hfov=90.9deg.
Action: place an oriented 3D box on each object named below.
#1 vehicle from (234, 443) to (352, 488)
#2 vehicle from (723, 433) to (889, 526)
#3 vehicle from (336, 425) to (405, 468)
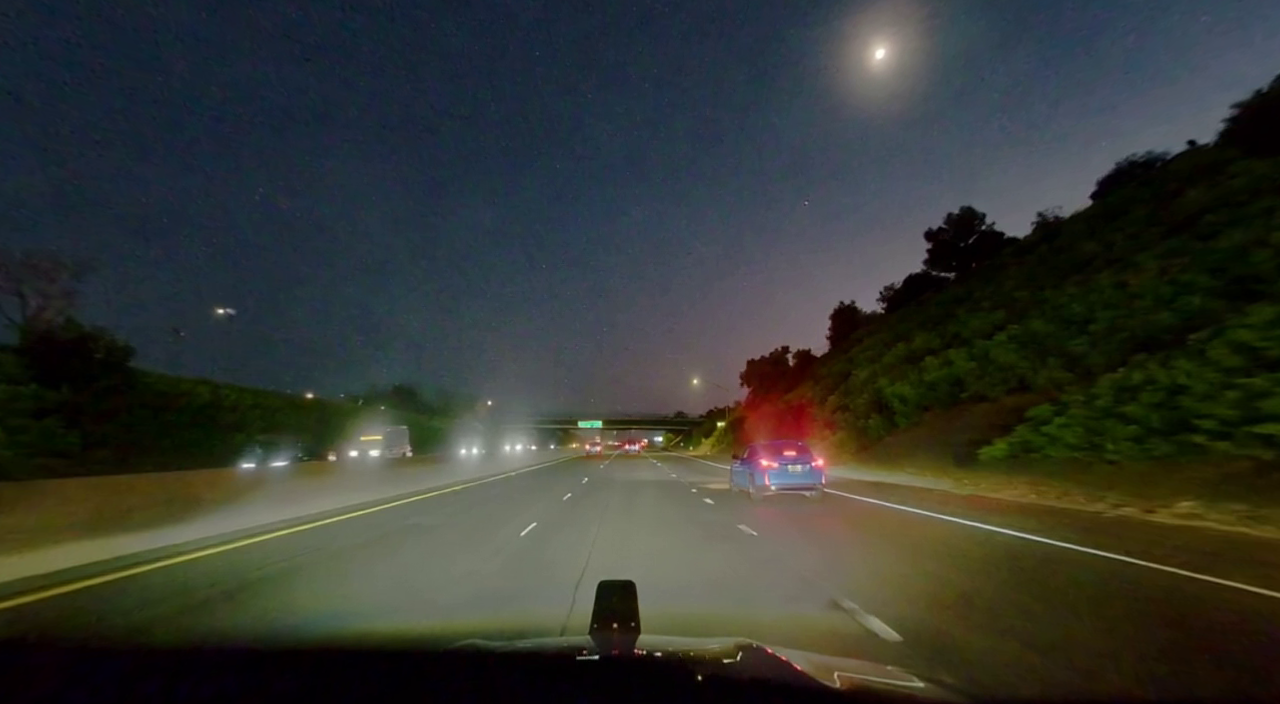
[{"bbox_3d":[-12.409,4.062,22.933,1.844,1.418,4.275,0,-8,0],"label":"vehicle"},{"bbox_3d":[3.021,2.392,12.558,2.079,1.515,4.196,0,-8,-1],"label":"vehicle"},{"bbox_3d":[-16.782,5.882,39.637,2.100,2.508,5.044,0,-8,-1],"label":"vehicle"}]
